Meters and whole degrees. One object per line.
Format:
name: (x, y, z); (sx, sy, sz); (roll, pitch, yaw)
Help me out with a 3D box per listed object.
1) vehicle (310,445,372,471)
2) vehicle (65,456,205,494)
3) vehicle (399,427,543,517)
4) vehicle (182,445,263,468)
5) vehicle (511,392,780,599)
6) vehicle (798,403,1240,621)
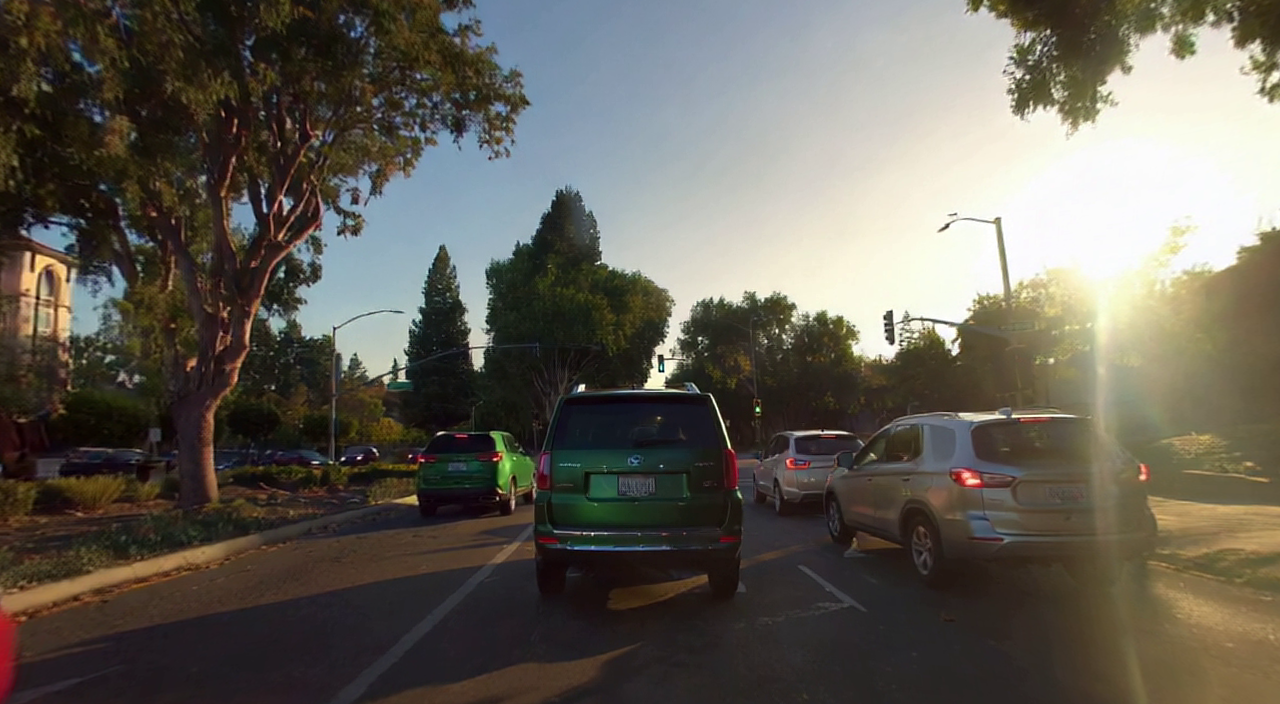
vehicle: (-22.153, 7.837, 47.065); (1.993, 1.844, 5.316); (0, -8, 0)
vehicle: (-22.273, 5.406, 28.181); (2.312, 1.443, 4.684); (0, -9, 1)
vehicle: (-3.421, 2.514, 13.685); (1.961, 1.639, 4.064); (0, -9, 1)
vehicle: (-30.003, 7.505, 45.460); (4.403, 1.532, 1.914); (0, -8, -3)
vehicle: (0.019, 1.515, 7.419); (2.294, 1.761, 3.857); (0, -9, -1)
vehicle: (3.464, 1.553, 7.071); (2.202, 1.657, 4.298); (0, -9, -1)
